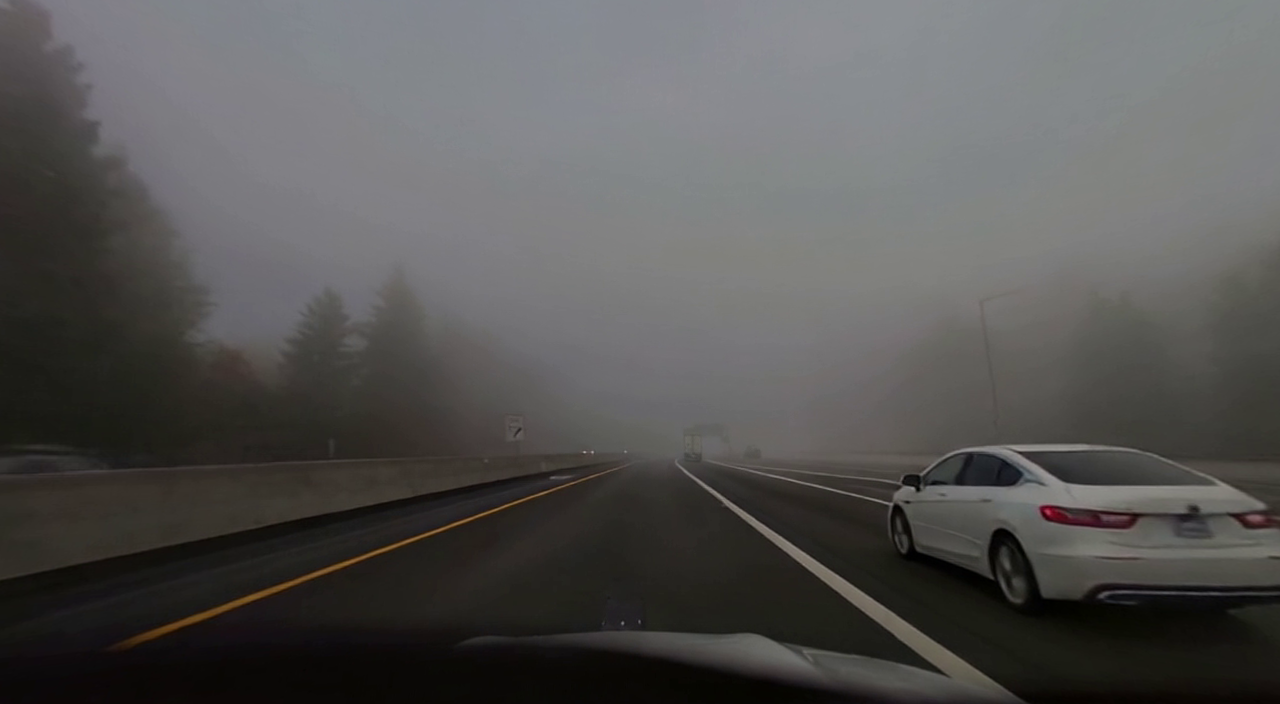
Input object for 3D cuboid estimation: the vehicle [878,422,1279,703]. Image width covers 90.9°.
[{"bbox_3d":[3.813,1.418,5.333,1.938,1.456,4.204,0,-9,0],"label":"vehicle"}]
